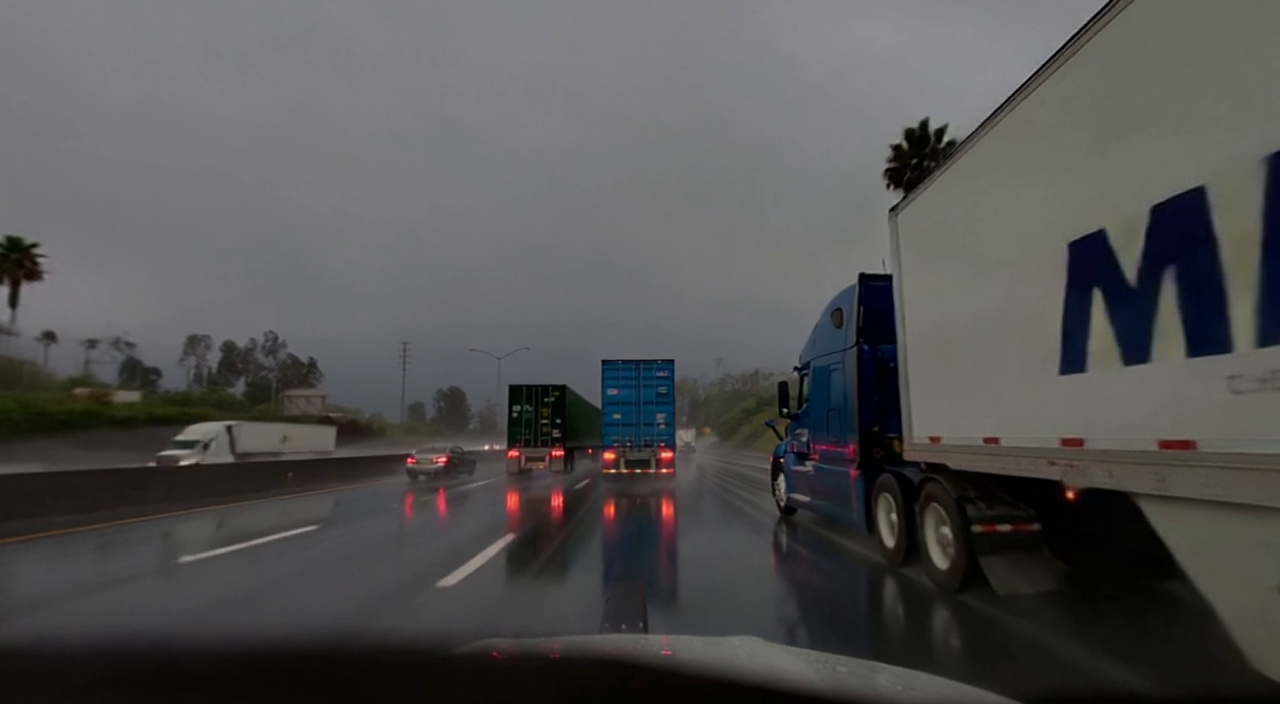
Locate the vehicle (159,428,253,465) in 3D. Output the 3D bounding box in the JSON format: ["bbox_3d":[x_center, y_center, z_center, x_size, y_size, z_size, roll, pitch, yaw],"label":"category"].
[{"bbox_3d":[-31.495,6.890,46.101,2.951,2.494,5.437,0,-8,0],"label":"vehicle"}]

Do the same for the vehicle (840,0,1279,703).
[{"bbox_3d":[4.278,-0.382,1.783,2.887,4.178,14.553,0,-8,1],"label":"vehicle"}]

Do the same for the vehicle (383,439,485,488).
[{"bbox_3d":[-6.884,3.755,21.598,1.916,1.465,4.451,0,-8,1],"label":"vehicle"}]

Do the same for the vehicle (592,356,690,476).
[{"bbox_3d":[0.056,3.456,29.385,3.097,3.856,18.209,-1,-9,0],"label":"vehicle"}]

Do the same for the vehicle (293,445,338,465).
[{"bbox_3d":[-24.331,7.718,47.359,1.495,1.363,3.346,-1,-8,1],"label":"vehicle"}]

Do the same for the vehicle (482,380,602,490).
[{"bbox_3d":[-3.222,3.244,24.278,2.786,3.228,11.082,0,-8,0],"label":"vehicle"}]
